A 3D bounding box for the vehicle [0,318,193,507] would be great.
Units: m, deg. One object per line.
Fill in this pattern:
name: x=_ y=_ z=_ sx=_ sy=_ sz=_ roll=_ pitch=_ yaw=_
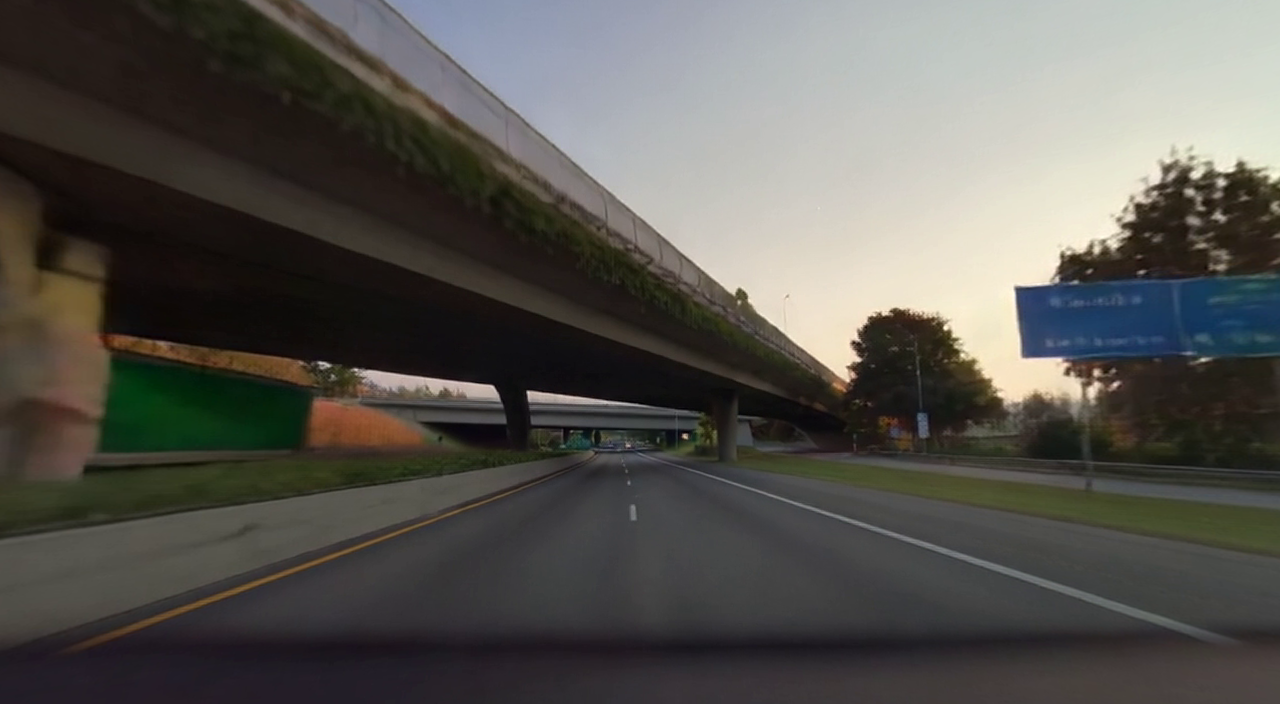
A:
vehicle: x=-15.499 y=1.704 z=16.229 sx=3.391 sy=4.040 sz=5.988 roll=0 pitch=-9 yaw=-1
